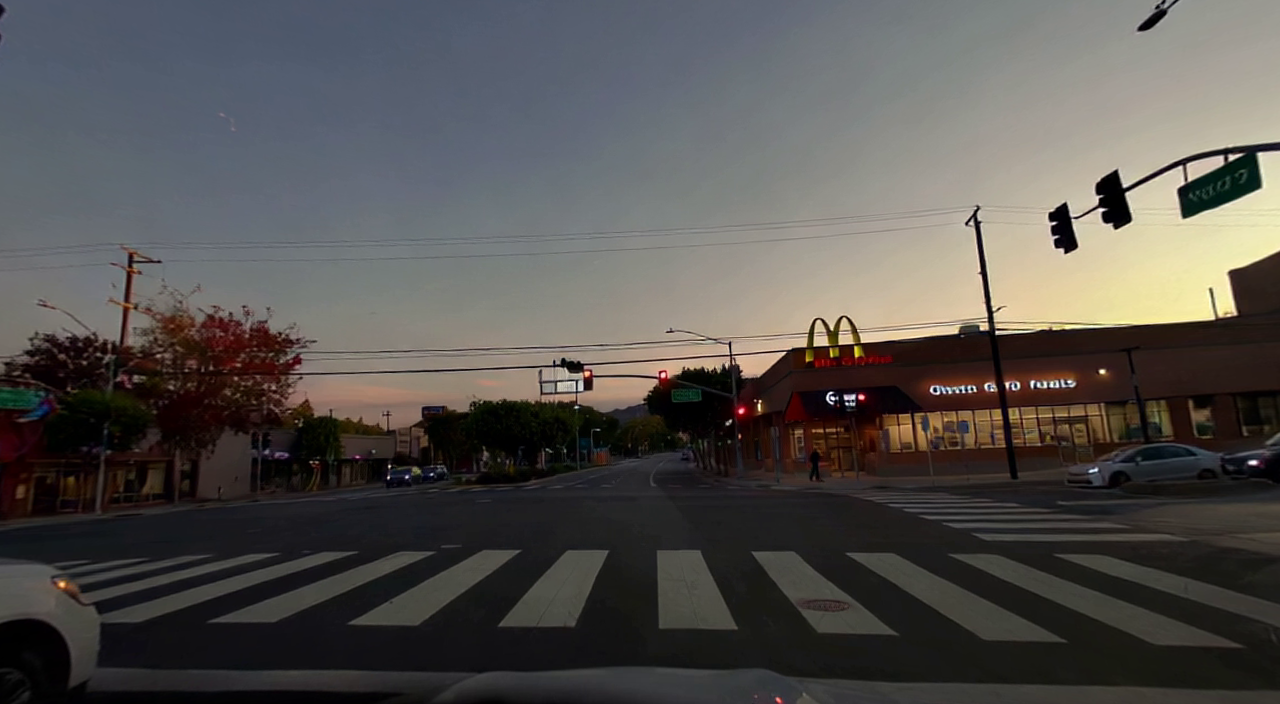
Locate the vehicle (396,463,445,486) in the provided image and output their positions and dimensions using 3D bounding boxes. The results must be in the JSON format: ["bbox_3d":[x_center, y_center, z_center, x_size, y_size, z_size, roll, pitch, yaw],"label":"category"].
[{"bbox_3d":[-15.755,8.827,45.417,1.931,1.471,4.152,0,-9,1],"label":"vehicle"}]

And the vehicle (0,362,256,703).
[{"bbox_3d":[-3.415,0.734,1.409,2.081,1.644,4.523,0,-9,3],"label":"vehicle"}]

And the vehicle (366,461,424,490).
[{"bbox_3d":[-19.231,9.701,49.817,2.227,2.033,5.614,0,-9,1],"label":"vehicle"}]
